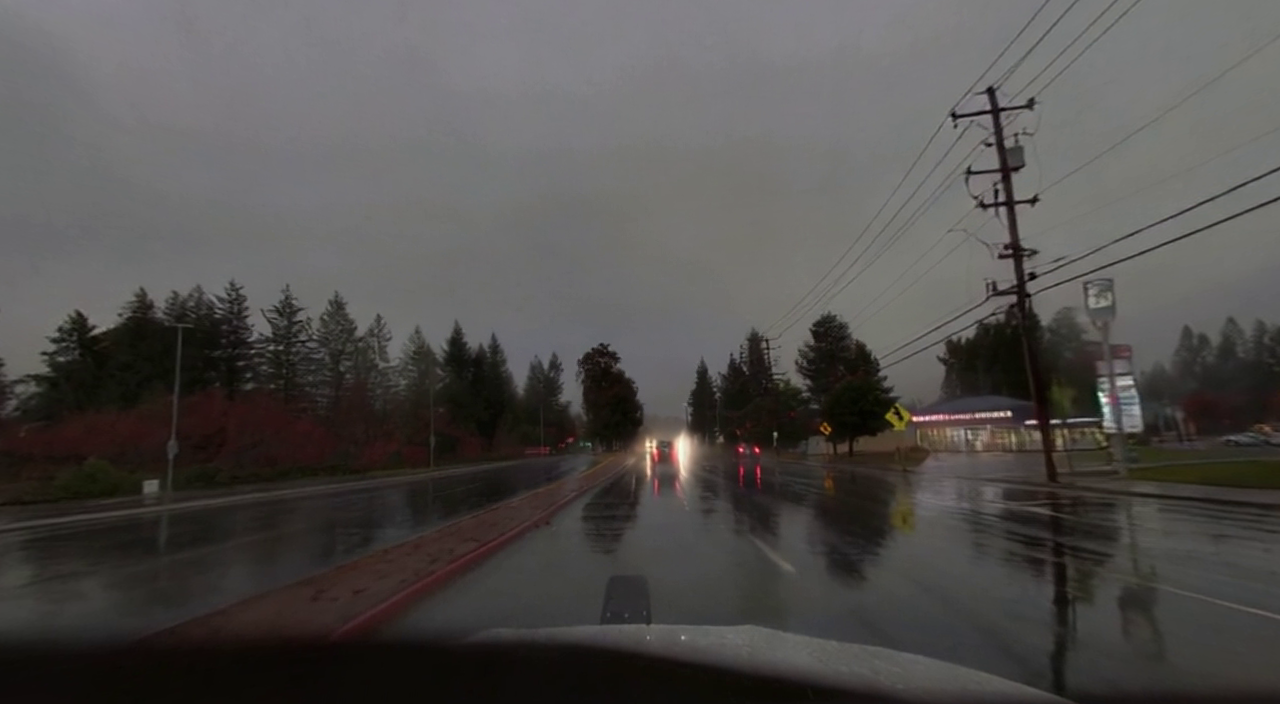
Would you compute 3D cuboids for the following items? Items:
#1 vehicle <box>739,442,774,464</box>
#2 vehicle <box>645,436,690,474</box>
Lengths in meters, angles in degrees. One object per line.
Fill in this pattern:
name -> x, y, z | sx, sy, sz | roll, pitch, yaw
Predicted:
vehicle -> 8.224, 7.172, 44.806 | 1.760, 1.481, 4.161 | 0, -8, 0
vehicle -> 1.381, 5.426, 33.383 | 2.141, 1.842, 4.889 | 0, -8, 0
